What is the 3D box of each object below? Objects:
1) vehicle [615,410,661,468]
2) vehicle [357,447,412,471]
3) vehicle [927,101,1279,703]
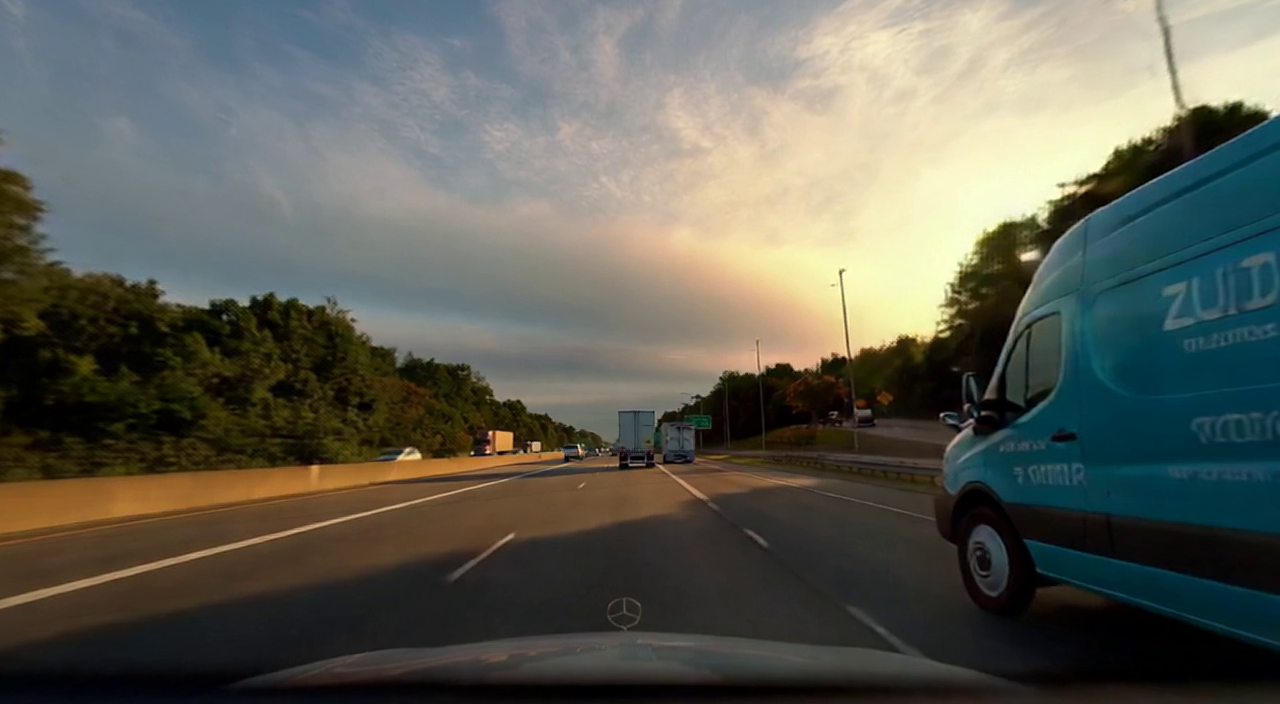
[{"bbox_3d":[-0.174,6.918,49.722,3.201,4.019,10.918,0,-9,0],"label":"vehicle"},{"bbox_3d":[-17.433,7.317,43.330,1.951,1.480,4.302,0,-9,0],"label":"vehicle"},{"bbox_3d":[3.718,0.327,2.303,2.338,2.690,6.025,0,-9,-1],"label":"vehicle"}]
